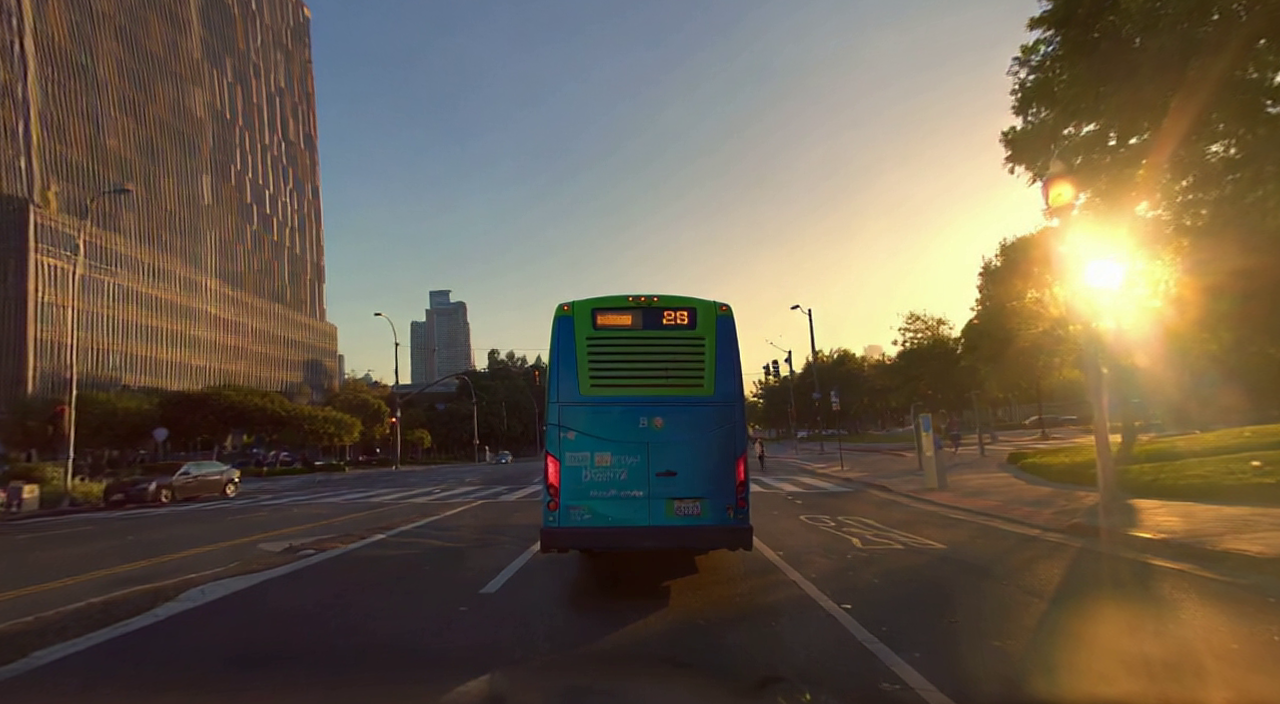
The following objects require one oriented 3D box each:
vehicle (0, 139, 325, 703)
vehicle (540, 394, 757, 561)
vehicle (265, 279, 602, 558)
[{"bbox_3d":[-2.758,0.327,0.220,2.329,2.089,5.659,0,-9,0],"label":"vehicle"},{"bbox_3d":[0.123,1.777,9.519,2.500,1.912,4.270,0,-9,1],"label":"vehicle"},{"bbox_3d":[-2.917,1.795,14.594,3.042,3.445,13.615,0,-9,1],"label":"vehicle"}]
